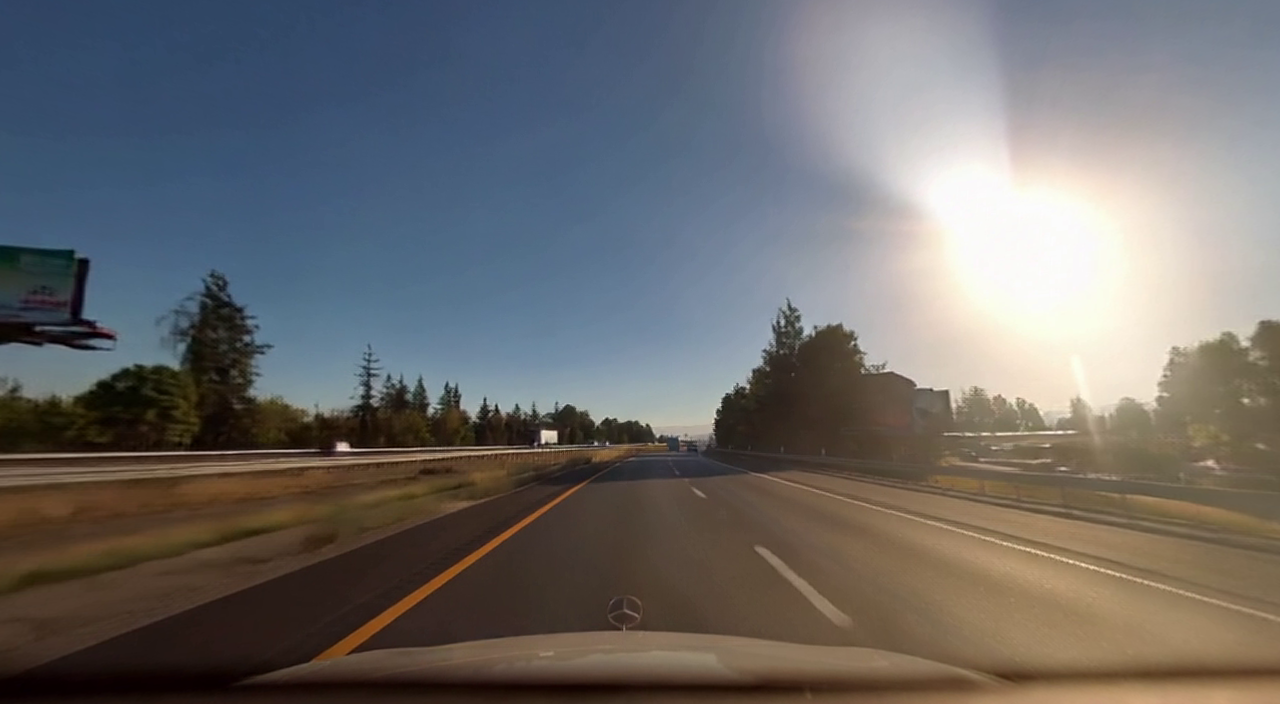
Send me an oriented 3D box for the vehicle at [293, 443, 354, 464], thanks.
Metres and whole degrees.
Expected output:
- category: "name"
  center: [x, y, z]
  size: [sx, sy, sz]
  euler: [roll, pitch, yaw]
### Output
- category: "vehicle"
  center: [-23.295, 7.501, 46.594]
  size: [1.893, 1.451, 4.671]
  euler: [0, -8, 3]
